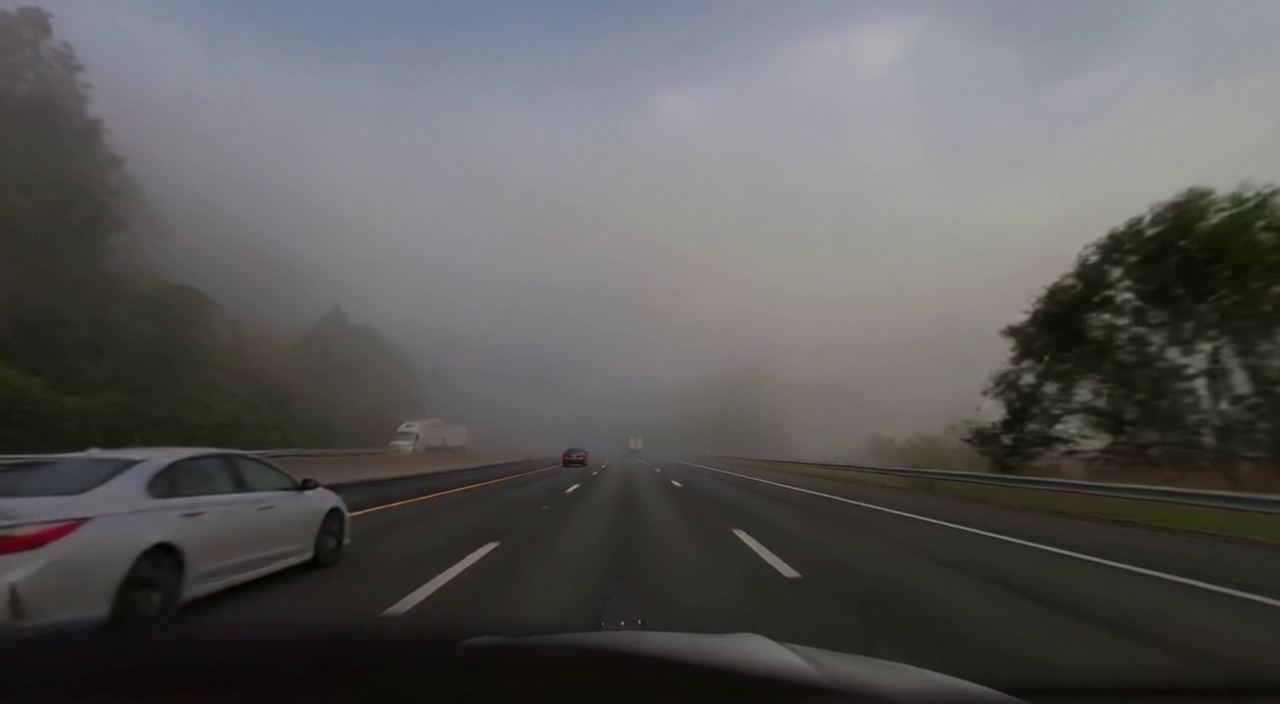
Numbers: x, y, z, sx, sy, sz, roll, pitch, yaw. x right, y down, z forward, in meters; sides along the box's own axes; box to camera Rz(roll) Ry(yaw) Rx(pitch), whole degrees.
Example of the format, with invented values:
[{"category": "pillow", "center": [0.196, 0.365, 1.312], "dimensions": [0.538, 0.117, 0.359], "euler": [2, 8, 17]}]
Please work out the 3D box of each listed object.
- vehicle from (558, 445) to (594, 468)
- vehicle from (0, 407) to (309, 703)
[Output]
[{"category": "vehicle", "center": [-4.411, 7.270, 44.008], "dimensions": [2.022, 1.513, 4.613], "euler": [1, -9, -1]}, {"category": "vehicle", "center": [-4.229, 1.085, 3.580], "dimensions": [2.169, 1.473, 4.631], "euler": [0, -9, 0]}]
